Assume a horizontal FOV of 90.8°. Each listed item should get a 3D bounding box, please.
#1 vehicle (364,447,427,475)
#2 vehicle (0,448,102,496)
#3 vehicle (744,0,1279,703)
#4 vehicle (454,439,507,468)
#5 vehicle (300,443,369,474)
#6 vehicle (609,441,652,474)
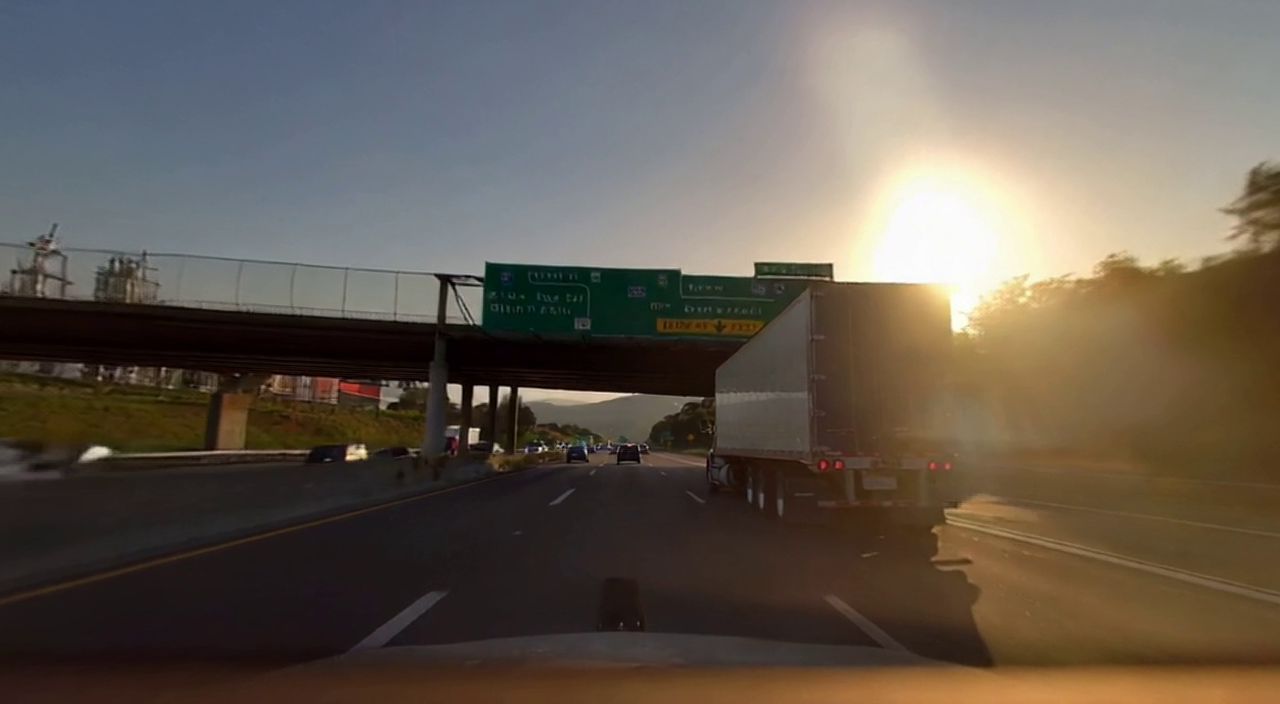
[{"bbox_3d":[-13.804,6.161,35.965,1.921,1.498,4.299,0,-9,-1],"label":"vehicle"},{"bbox_3d":[-20.798,3.941,20.977,1.916,1.494,4.497,0,-9,-1],"label":"vehicle"},{"bbox_3d":[3.423,-0.199,3.080,2.996,4.123,15.965,0,-9,-1],"label":"vehicle"},{"bbox_3d":[-10.006,6.414,39.940,2.153,1.681,4.705,0,-9,-1],"label":"vehicle"},{"bbox_3d":[-17.633,6.166,36.747,1.906,1.685,4.278,0,-9,-1],"label":"vehicle"},{"bbox_3d":[-0.538,5.676,34.143,2.191,1.685,4.015,0,-9,-1],"label":"vehicle"}]
